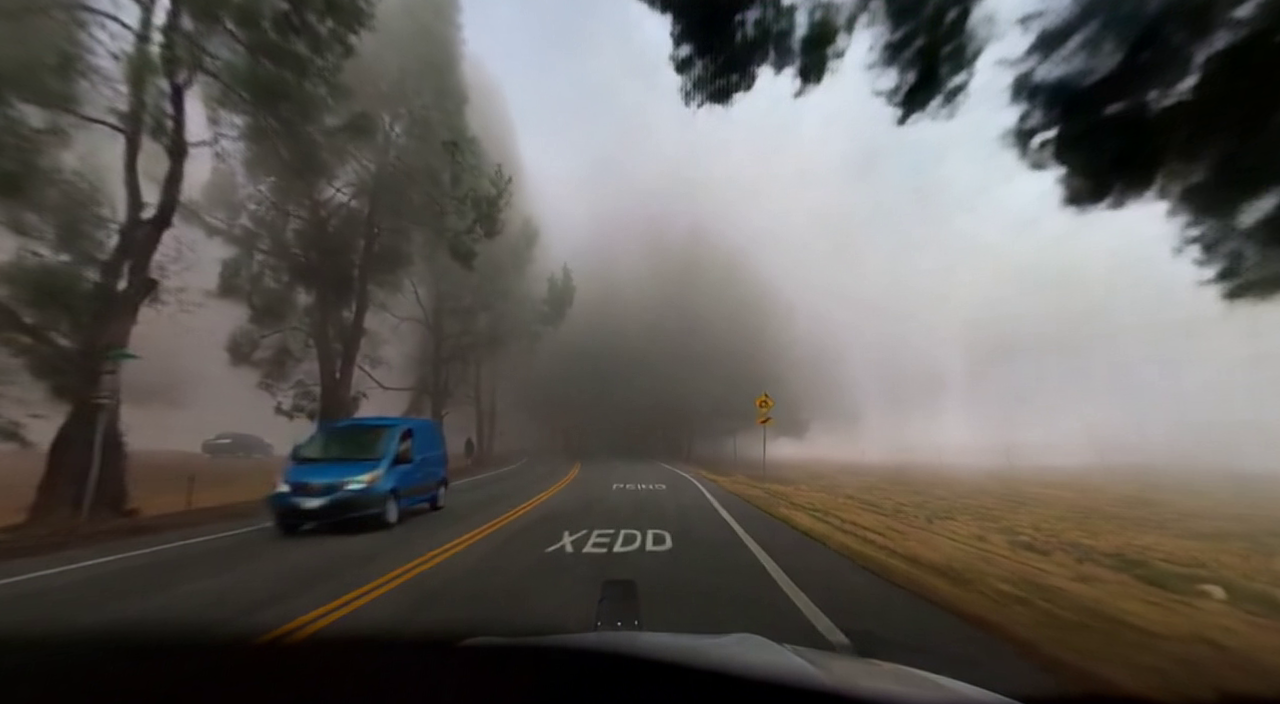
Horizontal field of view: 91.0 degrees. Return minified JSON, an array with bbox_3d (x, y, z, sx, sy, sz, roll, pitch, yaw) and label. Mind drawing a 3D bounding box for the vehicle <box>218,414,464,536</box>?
[{"bbox_3d":[-5.563,2.389,12.974,2.394,1.900,5.863,0,-8,-2],"label":"vehicle"}]
